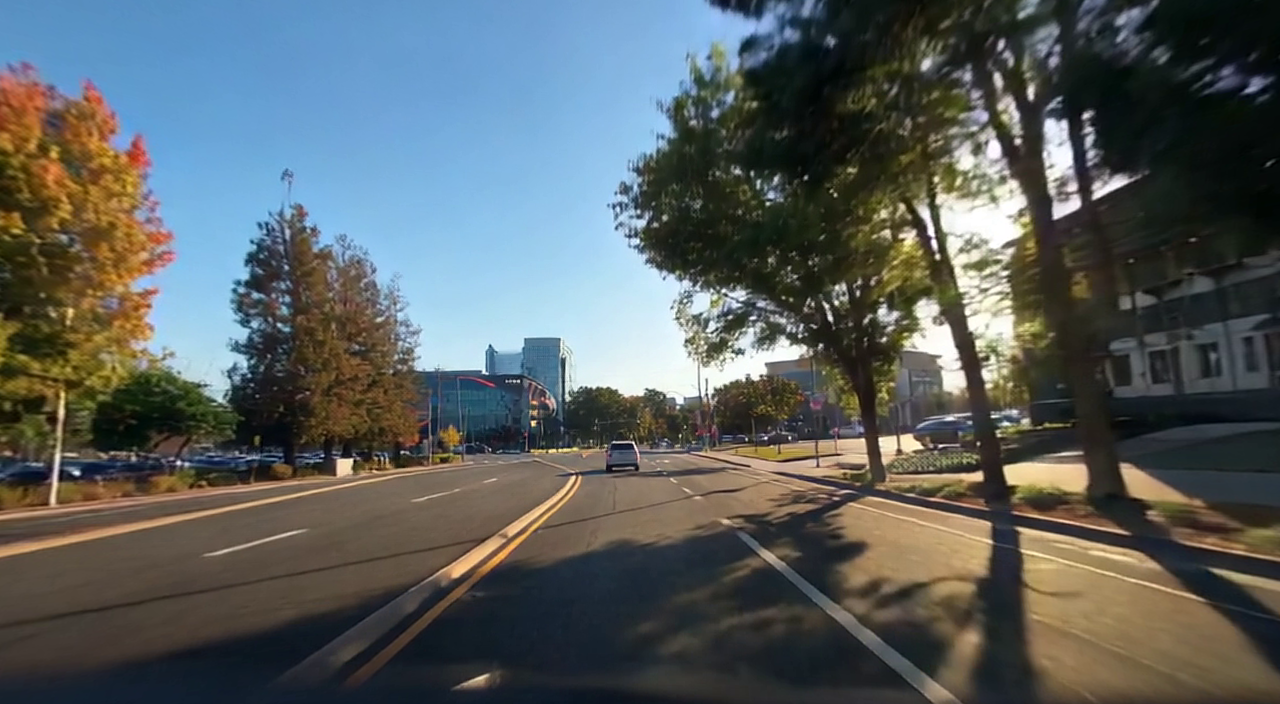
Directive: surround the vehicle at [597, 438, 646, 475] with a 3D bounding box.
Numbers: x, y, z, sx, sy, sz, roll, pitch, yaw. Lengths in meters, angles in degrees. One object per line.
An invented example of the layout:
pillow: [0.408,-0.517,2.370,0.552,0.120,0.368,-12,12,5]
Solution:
vehicle: [-0.890,5.005,30.443,2.181,1.639,4.127,0,-9,-2]
